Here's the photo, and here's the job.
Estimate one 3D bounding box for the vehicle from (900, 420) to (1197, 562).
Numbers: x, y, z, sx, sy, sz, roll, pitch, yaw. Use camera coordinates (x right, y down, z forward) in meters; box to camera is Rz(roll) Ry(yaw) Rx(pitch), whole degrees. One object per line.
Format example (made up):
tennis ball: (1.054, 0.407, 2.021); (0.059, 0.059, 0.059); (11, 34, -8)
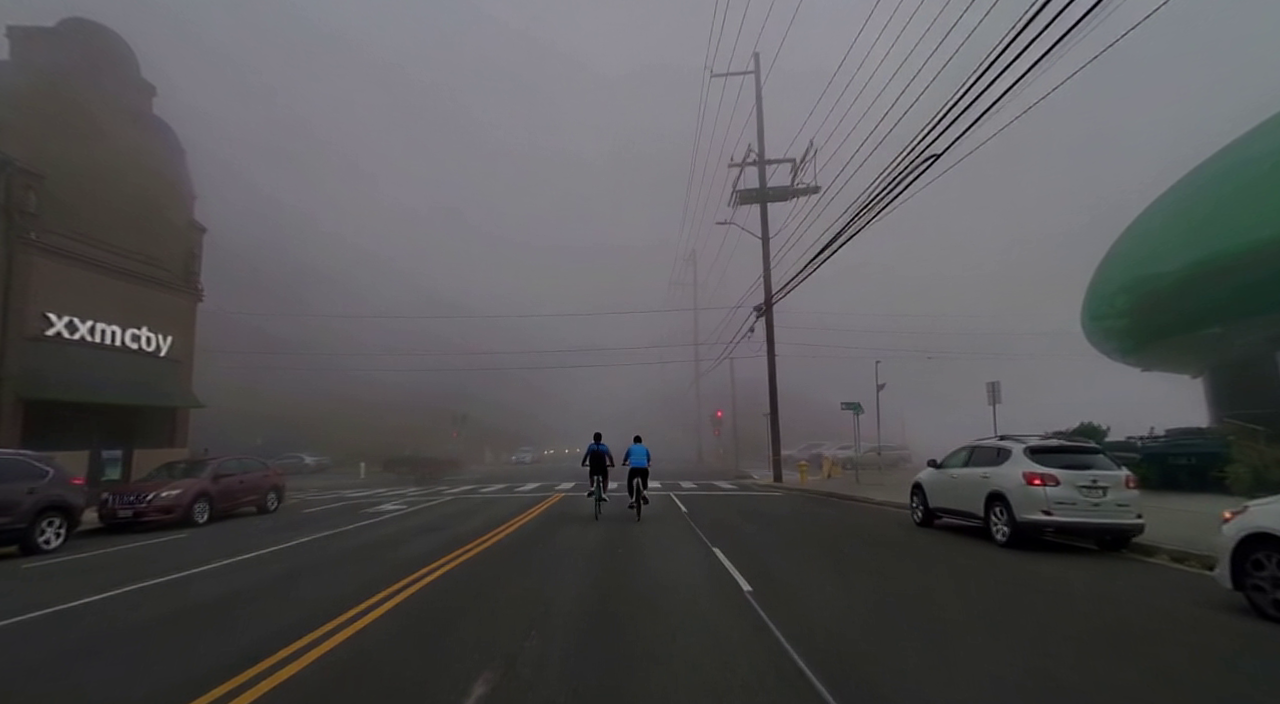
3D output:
vehicle: (5.831, 1.993, 9.779); (1.873, 1.714, 3.979); (0, -8, 0)

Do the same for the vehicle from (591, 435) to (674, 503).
vehicle: (-0.173, 3.407, 18.787); (2.190, 1.783, 4.048); (0, -8, 1)

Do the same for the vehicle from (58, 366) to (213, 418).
vehicle: (-17.107, 1.394, 21.573); (3.685, 1.584, 1.708); (1, -9, -3)

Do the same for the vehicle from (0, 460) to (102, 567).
vehicle: (-10.222, 2.268, 8.524); (1.904, 1.495, 4.585); (0, -8, -1)

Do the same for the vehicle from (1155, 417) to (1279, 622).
vehicle: (5.897, 1.159, 3.976); (1.900, 1.566, 3.995); (0, -8, 0)

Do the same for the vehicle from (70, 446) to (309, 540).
vehicle: (-10.260, 3.169, 15.053); (2.075, 1.816, 4.900); (0, -8, -1)

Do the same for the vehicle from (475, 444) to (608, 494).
vehicle: (-3.988, 4.657, 25.473); (4.961, 1.832, 2.287); (3, -9, -17)
